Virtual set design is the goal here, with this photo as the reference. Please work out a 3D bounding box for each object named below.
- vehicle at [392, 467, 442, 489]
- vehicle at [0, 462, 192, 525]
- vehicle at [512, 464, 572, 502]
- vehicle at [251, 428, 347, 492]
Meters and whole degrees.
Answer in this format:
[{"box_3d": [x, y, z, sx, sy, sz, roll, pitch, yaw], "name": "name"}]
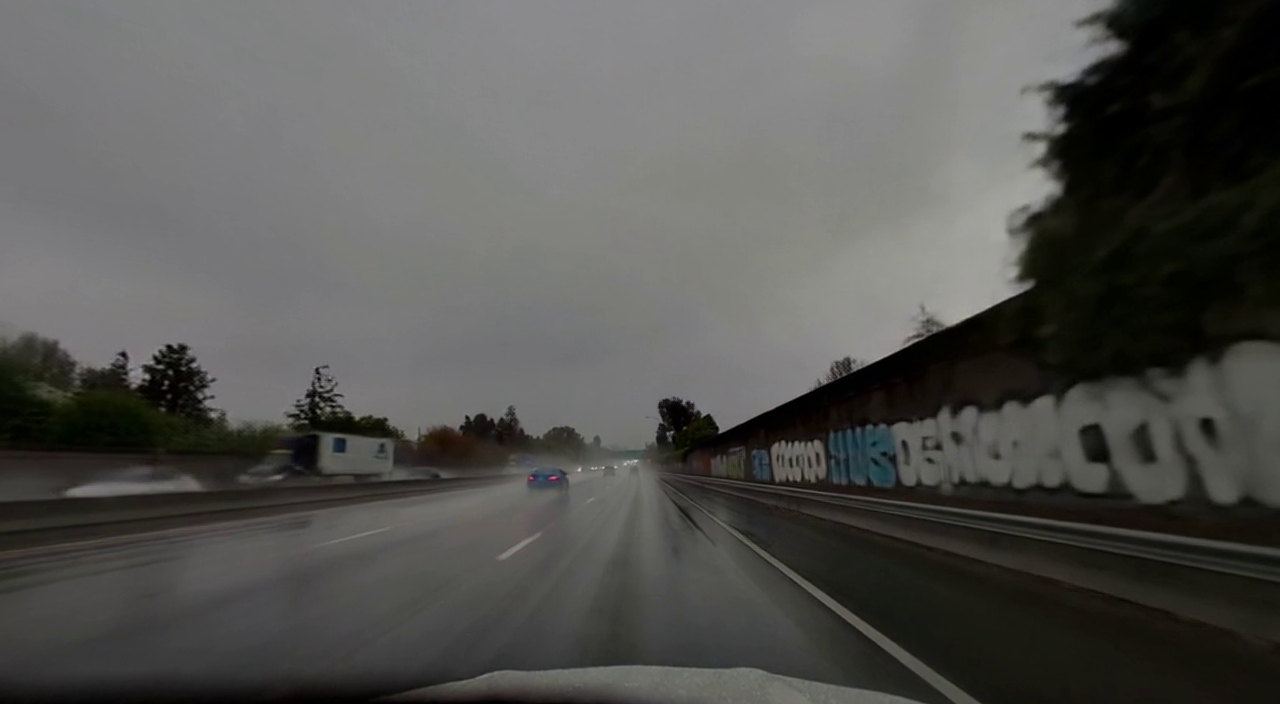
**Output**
[{"box_3d": [-15.861, 8.952, 45.061, 1.842, 1.456, 4.483, 1, -10, 1], "name": "vehicle"}, {"box_3d": [-15.215, 3.847, 17.598, 1.963, 1.476, 4.580, 1, -10, 0], "name": "vehicle"}, {"box_3d": [-4.131, 5.582, 27.078, 1.941, 1.437, 3.829, 1, -10, 0], "name": "vehicle"}, {"box_3d": [-22.811, 7.347, 42.621, 2.950, 3.925, 5.877, 1, -10, 0], "name": "vehicle"}]
